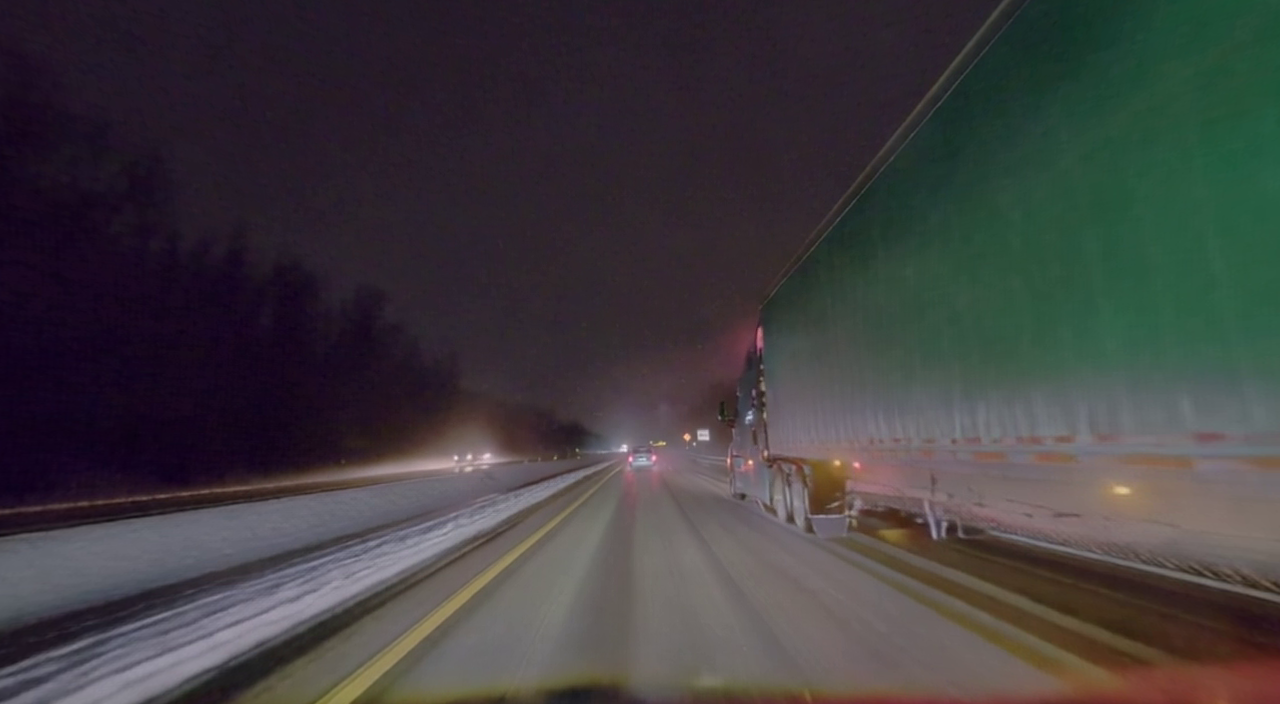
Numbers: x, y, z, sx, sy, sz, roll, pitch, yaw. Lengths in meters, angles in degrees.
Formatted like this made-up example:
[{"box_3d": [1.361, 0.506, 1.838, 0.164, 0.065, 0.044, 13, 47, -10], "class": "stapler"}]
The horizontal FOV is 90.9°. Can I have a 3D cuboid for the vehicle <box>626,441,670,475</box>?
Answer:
[{"box_3d": [0.369, 5.100, 30.566, 1.968, 1.515, 4.025, 0, -8, 1], "class": "vehicle"}]

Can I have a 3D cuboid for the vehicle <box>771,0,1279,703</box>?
[{"box_3d": [3.779, -0.179, 3.207, 2.929, 4.158, 15.921, 0, -8, 0], "class": "vehicle"}]
